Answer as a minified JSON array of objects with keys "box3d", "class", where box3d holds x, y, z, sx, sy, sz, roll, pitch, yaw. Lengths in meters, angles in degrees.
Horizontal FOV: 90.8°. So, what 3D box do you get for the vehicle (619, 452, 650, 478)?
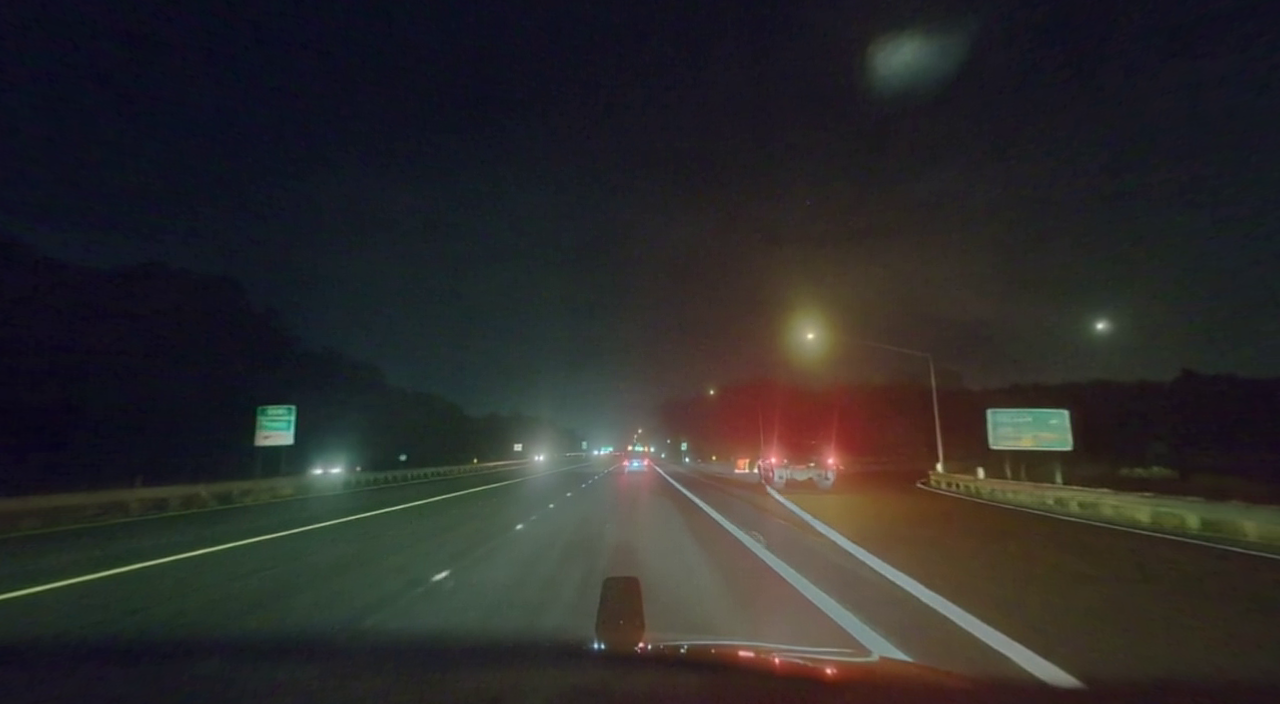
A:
[{"box3d":[-0.286,6.671,37.521,1.695,1.437,3.506,0,-9,1],"class":"vehicle"}]
